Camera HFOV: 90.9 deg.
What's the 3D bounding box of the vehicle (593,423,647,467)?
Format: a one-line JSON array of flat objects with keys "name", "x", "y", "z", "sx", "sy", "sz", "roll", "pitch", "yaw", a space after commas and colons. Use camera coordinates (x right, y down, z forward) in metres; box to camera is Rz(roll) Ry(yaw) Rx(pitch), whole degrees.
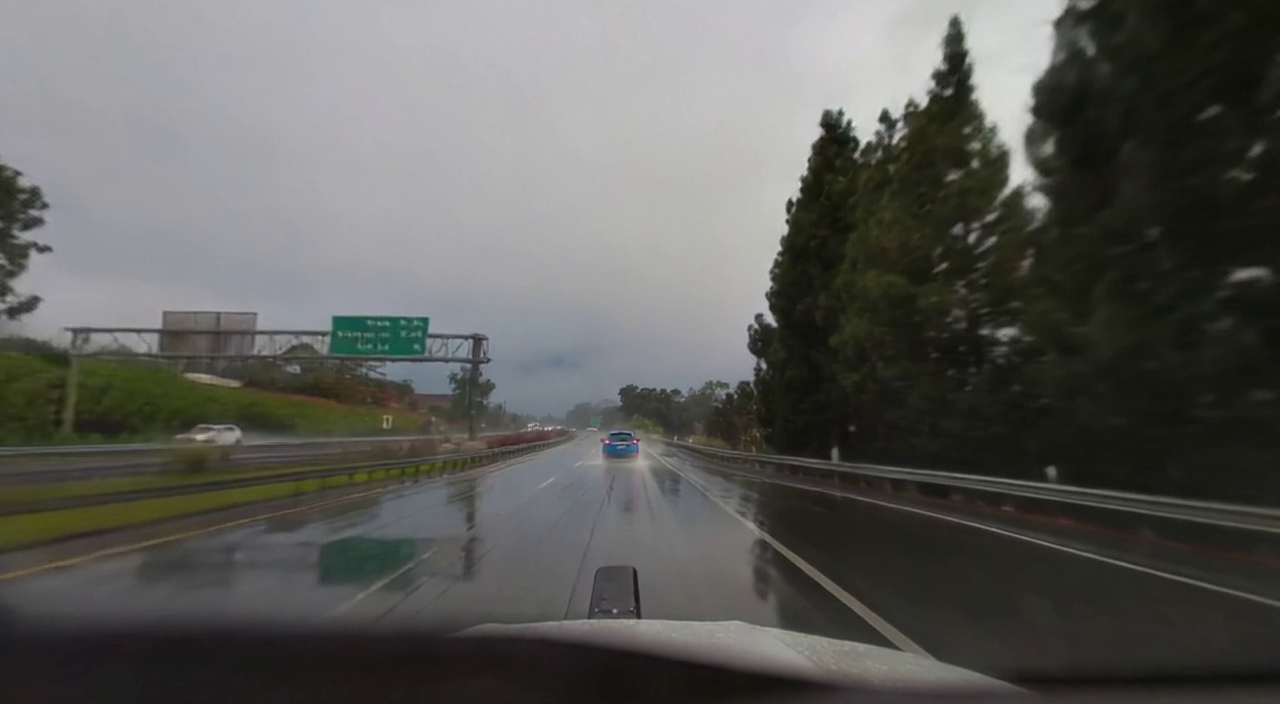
[{"name": "vehicle", "x": -0.823, "y": 3.783, "z": 25.720, "sx": 2.020, "sy": 1.633, "sz": 3.942, "roll": 0, "pitch": -8, "yaw": -2}]
